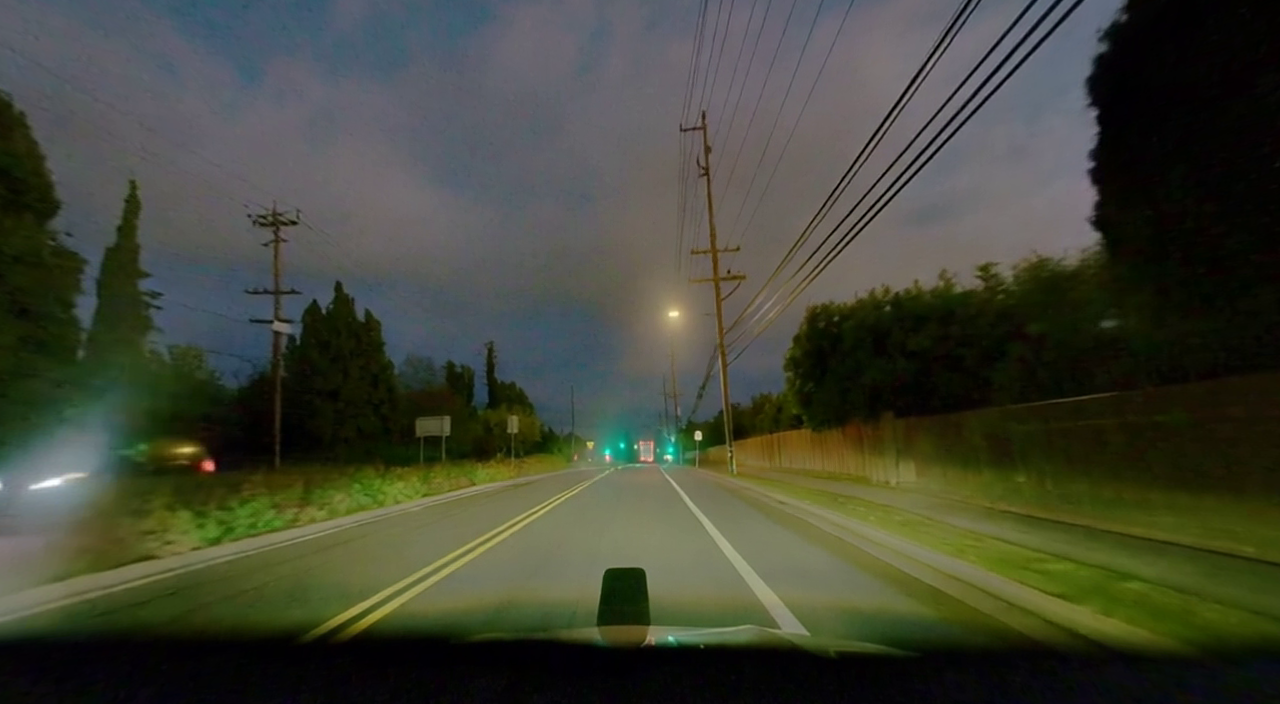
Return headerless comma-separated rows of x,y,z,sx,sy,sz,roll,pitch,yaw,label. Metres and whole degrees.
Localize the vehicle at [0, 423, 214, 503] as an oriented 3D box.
-15.115,3.023,17.600,2.266,1.851,5.789,0,-9,2,vehicle
